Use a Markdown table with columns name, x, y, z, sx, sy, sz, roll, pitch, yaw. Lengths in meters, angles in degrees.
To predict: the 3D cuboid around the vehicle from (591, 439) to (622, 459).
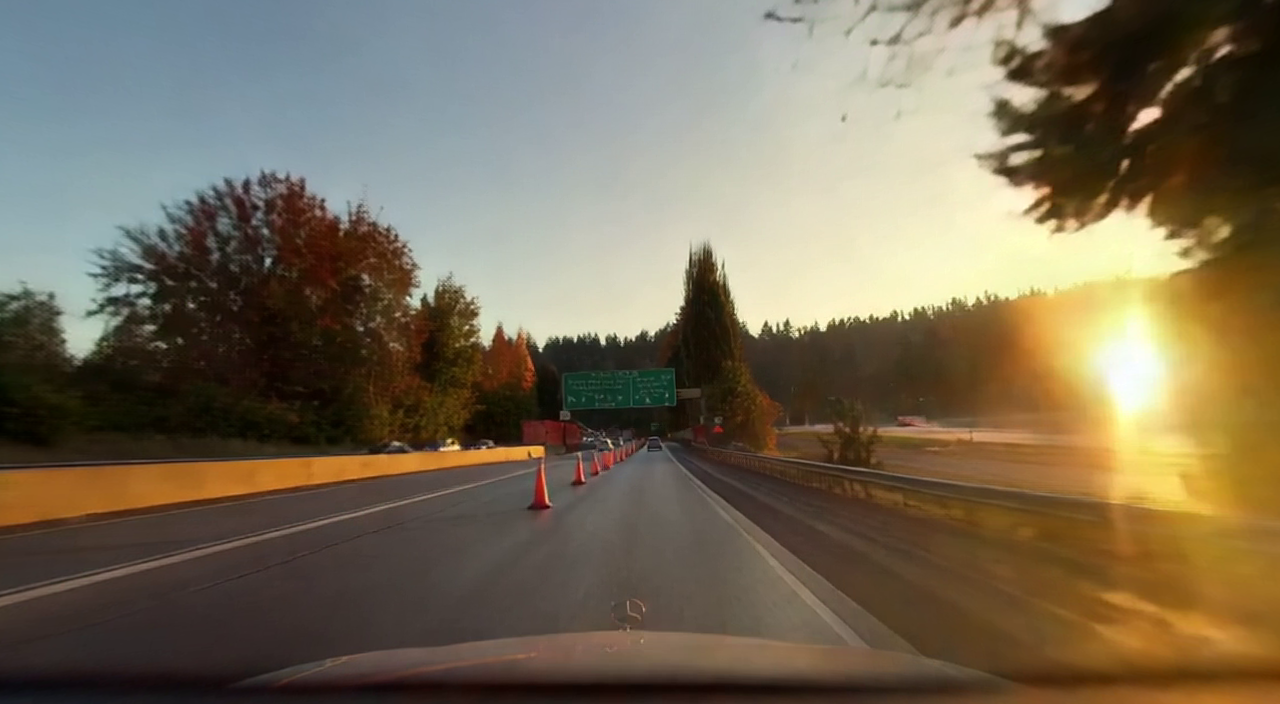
| name | x | y | z | sx | sy | sz | roll | pitch | yaw |
| --- | --- | --- | --- | --- | --- | --- | --- | --- | --- |
| vehicle | -2.585 | 7.593 | 49.341 | 2.118 | 1.475 | 4.263 | 0 | -8 | 2 |
